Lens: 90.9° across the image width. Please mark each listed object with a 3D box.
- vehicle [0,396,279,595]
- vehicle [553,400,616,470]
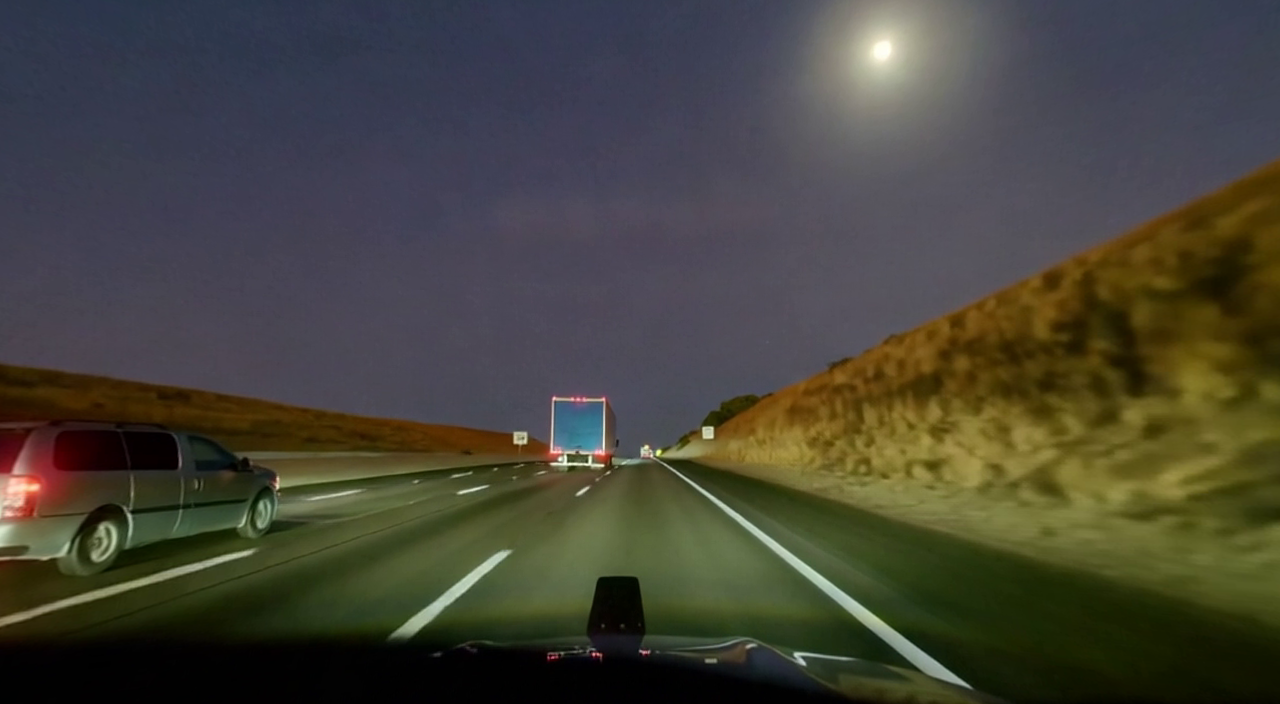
[{"bbox_3d":[-7.145,1.628,7.857,2.175,1.860,5.236,0,-8,0],"label":"vehicle"},{"bbox_3d":[-3.565,5.982,44.683,2.893,4.073,15.281,0,-8,1],"label":"vehicle"}]
